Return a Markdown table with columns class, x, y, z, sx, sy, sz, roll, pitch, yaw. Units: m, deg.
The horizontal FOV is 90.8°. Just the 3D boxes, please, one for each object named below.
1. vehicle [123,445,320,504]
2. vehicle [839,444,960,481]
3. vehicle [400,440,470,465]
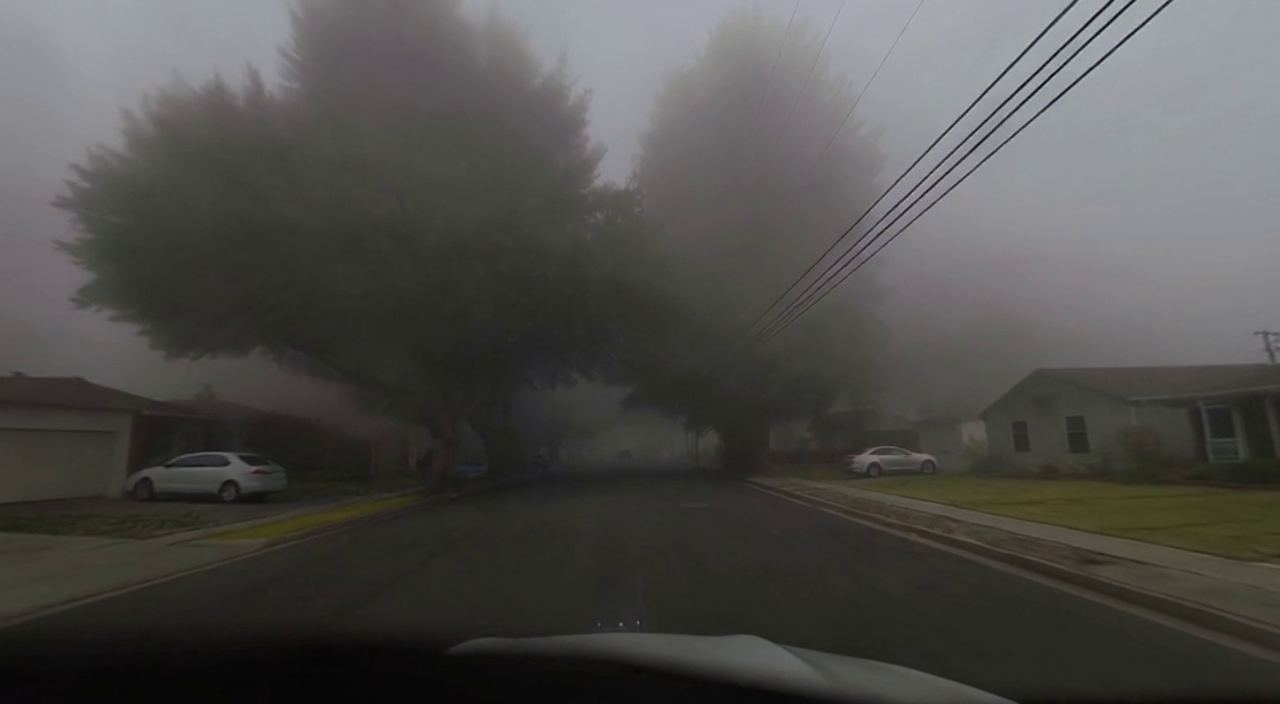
| class | x | y | z | sx | sy | sz | roll | pitch | yaw |
| --- | --- | --- | --- | --- | --- | --- | --- | --- | --- |
| vehicle | -13.518 | 3.970 | 20.696 | 4.887 | 1.788 | 2.006 | 1 | -9 | -4 |
| vehicle | 11.635 | 4.970 | 28.546 | 4.626 | 1.541 | 1.866 | 2 | -9 | -3 |
| vehicle | -13.582 | 6.720 | 42.155 | 4.265 | 1.569 | 1.984 | 3 | -10 | -15 |
